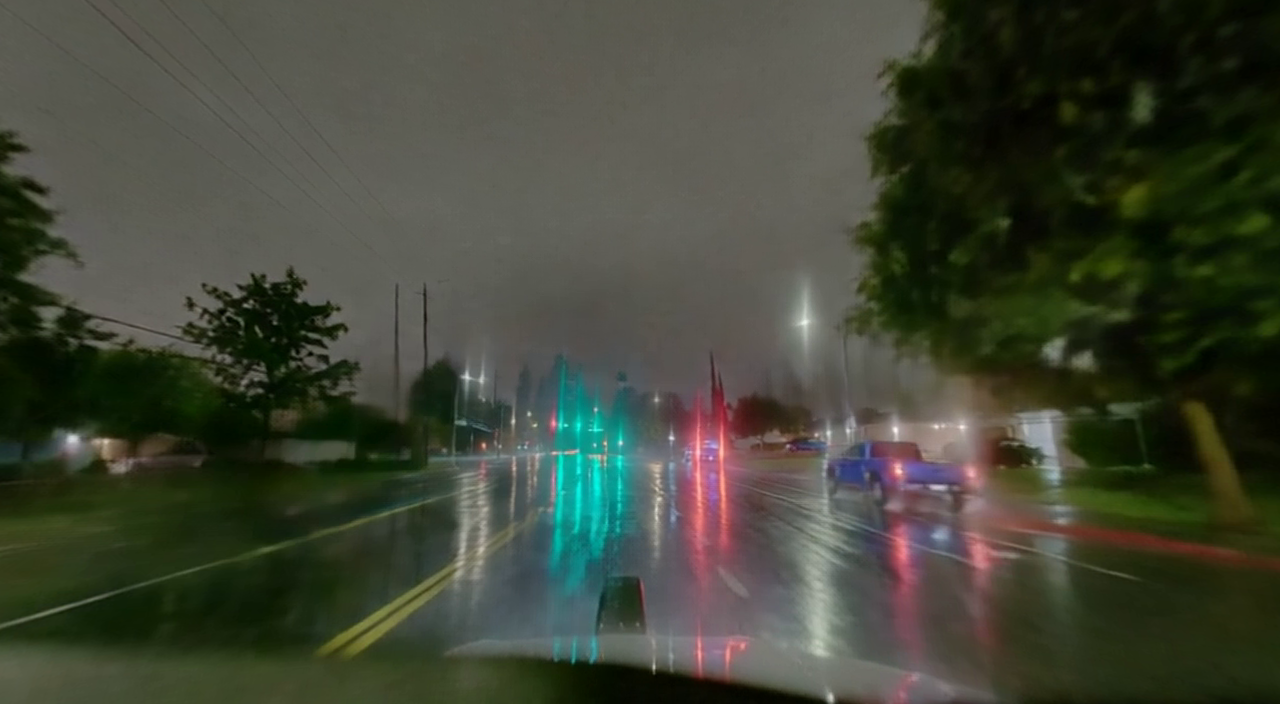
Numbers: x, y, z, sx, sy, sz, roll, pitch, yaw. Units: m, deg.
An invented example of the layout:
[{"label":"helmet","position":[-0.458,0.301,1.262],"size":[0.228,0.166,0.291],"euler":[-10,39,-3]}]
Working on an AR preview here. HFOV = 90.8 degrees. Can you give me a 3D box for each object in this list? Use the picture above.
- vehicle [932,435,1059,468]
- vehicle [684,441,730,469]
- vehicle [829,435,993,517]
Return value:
[{"label":"vehicle","position":[16.294,4.588,29.156],"size":[4.656,1.466,1.924],"euler":[0,-9,0]},{"label":"vehicle","position":[4.766,7.390,45.611],"size":[2.285,1.868,5.575],"euler":[1,-9,-4]},{"label":"vehicle","position":[6.419,2.965,15.673],"size":[2.024,1.710,4.525],"euler":[0,-9,0]}]
